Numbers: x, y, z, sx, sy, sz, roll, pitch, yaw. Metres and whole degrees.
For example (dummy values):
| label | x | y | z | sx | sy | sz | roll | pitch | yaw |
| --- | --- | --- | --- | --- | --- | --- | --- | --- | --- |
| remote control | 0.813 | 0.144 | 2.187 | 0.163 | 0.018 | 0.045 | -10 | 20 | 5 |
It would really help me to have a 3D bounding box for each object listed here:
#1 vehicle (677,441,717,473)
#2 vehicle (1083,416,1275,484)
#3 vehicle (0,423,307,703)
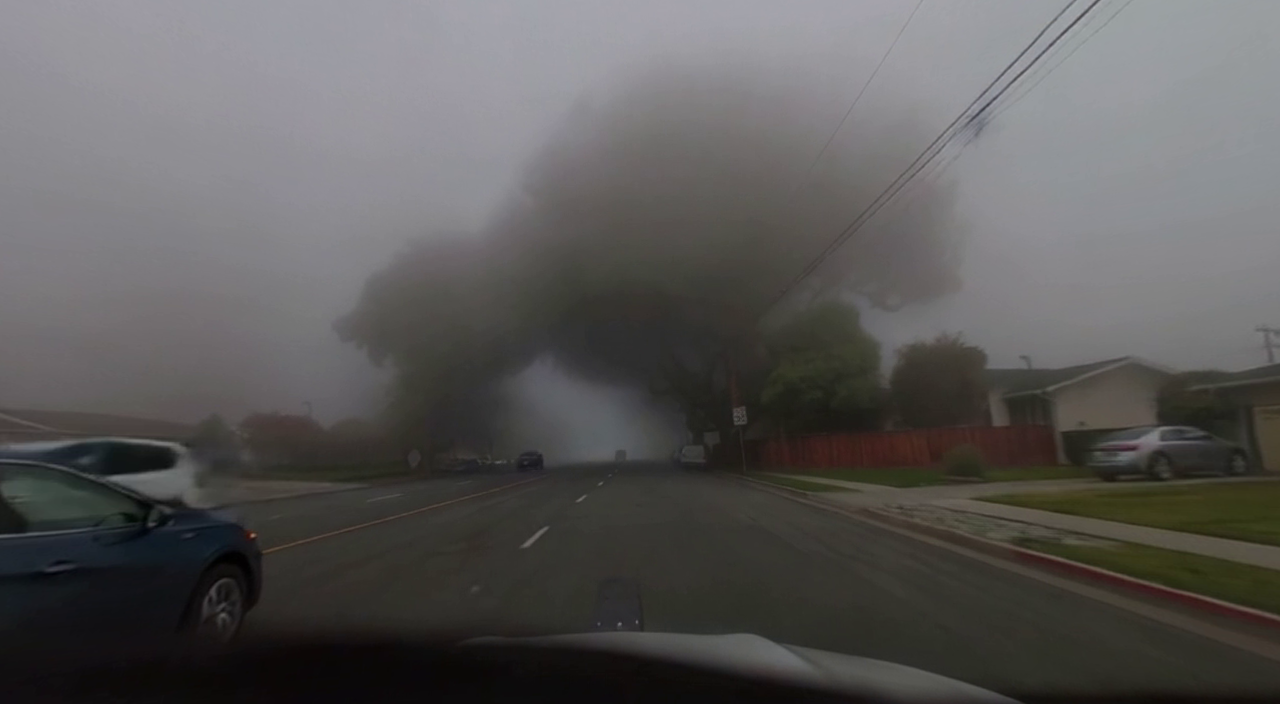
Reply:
| label | x | y | z | sx | sy | sz | roll | pitch | yaw |
| --- | --- | --- | --- | --- | --- | --- | --- | --- | --- |
| vehicle | 3.591 | 6.718 | 40.649 | 2.130 | 1.873 | 4.886 | 0 | -8 | 0 |
| vehicle | 15.216 | 2.791 | 17.869 | 4.362 | 1.702 | 2.333 | 4 | -10 | -24 |
| vehicle | -3.389 | 0.983 | 2.203 | 1.969 | 1.459 | 4.619 | 0 | -8 | 0 |
